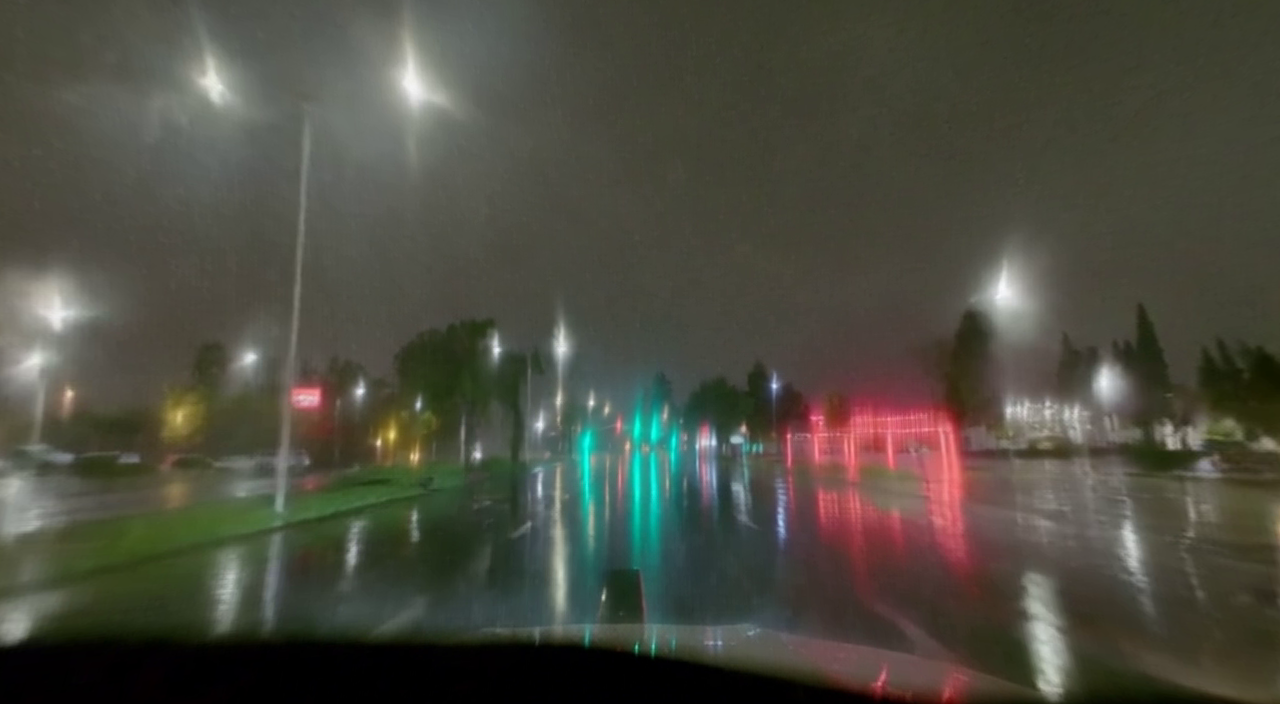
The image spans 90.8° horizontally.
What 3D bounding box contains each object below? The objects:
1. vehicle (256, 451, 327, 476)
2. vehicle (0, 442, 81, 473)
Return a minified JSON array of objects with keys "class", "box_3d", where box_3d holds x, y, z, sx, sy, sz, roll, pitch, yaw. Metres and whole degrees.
[{"class":"vehicle","box_3d":[-22.592,7.215,41.154,1.864,1.510,4.664,0,-8,2]},{"class":"vehicle","box_3d":[-33.375,5.668,34.033,4.506,1.640,2.033,0,-8,1]}]
